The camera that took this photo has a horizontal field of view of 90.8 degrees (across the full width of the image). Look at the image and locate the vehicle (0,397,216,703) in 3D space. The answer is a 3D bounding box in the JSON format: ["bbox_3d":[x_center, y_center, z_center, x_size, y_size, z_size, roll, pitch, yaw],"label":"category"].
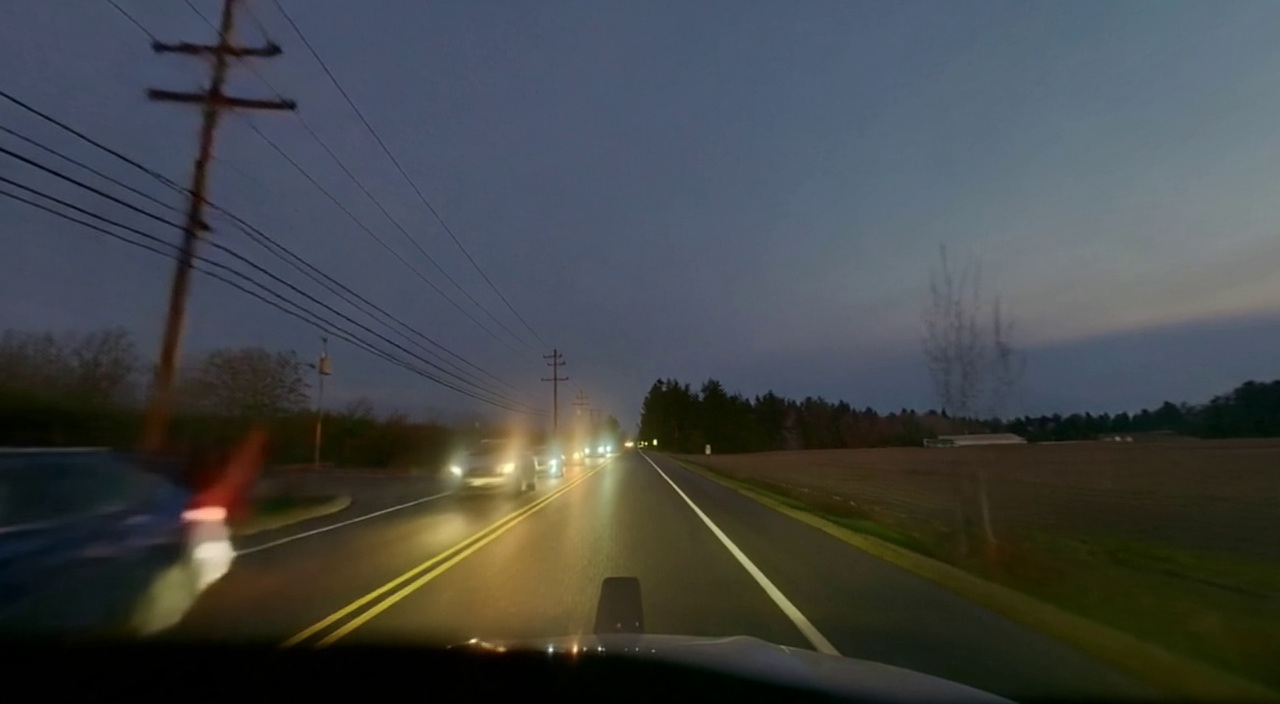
[{"bbox_3d":[-4.254,1.048,2.589,2.070,1.665,4.554,-3,-8,-3],"label":"vehicle"}]

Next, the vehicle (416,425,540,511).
[{"bbox_3d":[-4.219,3.066,17.278,2.261,1.901,4.549,-3,-8,-1],"label":"vehicle"}]
